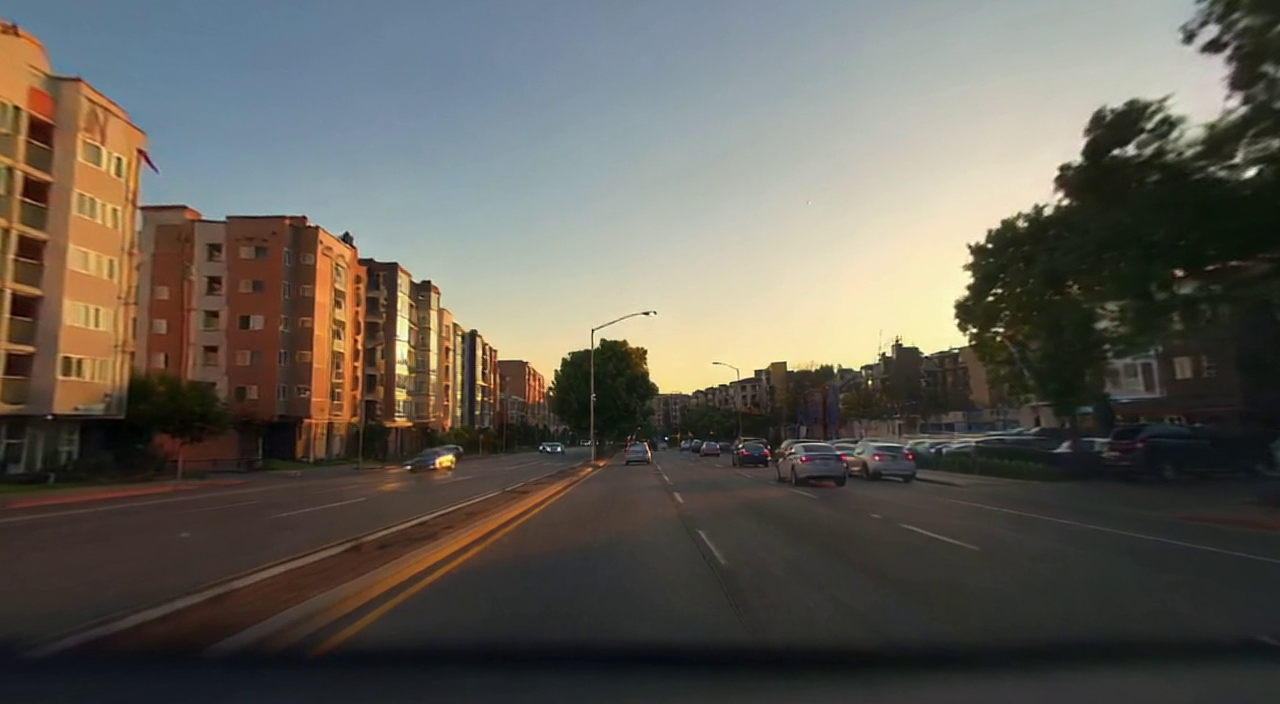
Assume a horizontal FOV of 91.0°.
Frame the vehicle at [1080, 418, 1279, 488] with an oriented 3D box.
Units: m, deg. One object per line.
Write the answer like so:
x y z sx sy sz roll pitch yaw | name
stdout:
17.738 3.245 20.288 5.388 2.082 2.328 1 -9 -4 | vehicle

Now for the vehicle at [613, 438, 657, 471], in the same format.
-0.259 5.162 31.805 2.106 1.553 3.964 0 -9 -1 | vehicle

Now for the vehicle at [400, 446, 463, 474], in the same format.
-11.546 6.003 35.231 1.897 1.466 4.566 0 -9 1 | vehicle

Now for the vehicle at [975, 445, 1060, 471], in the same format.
22.641 6.350 37.846 1.955 1.427 3.836 4 -10 -27 | vehicle

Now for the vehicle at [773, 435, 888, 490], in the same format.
5.988 3.533 20.545 2.121 1.557 4.898 0 -9 -1 | vehicle

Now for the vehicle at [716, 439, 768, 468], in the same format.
5.745 5.770 35.870 2.154 1.554 4.149 0 -9 -2 | vehicle

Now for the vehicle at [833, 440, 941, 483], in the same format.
9.767 4.367 25.421 2.181 1.546 4.845 0 -9 -3 | vehicle
